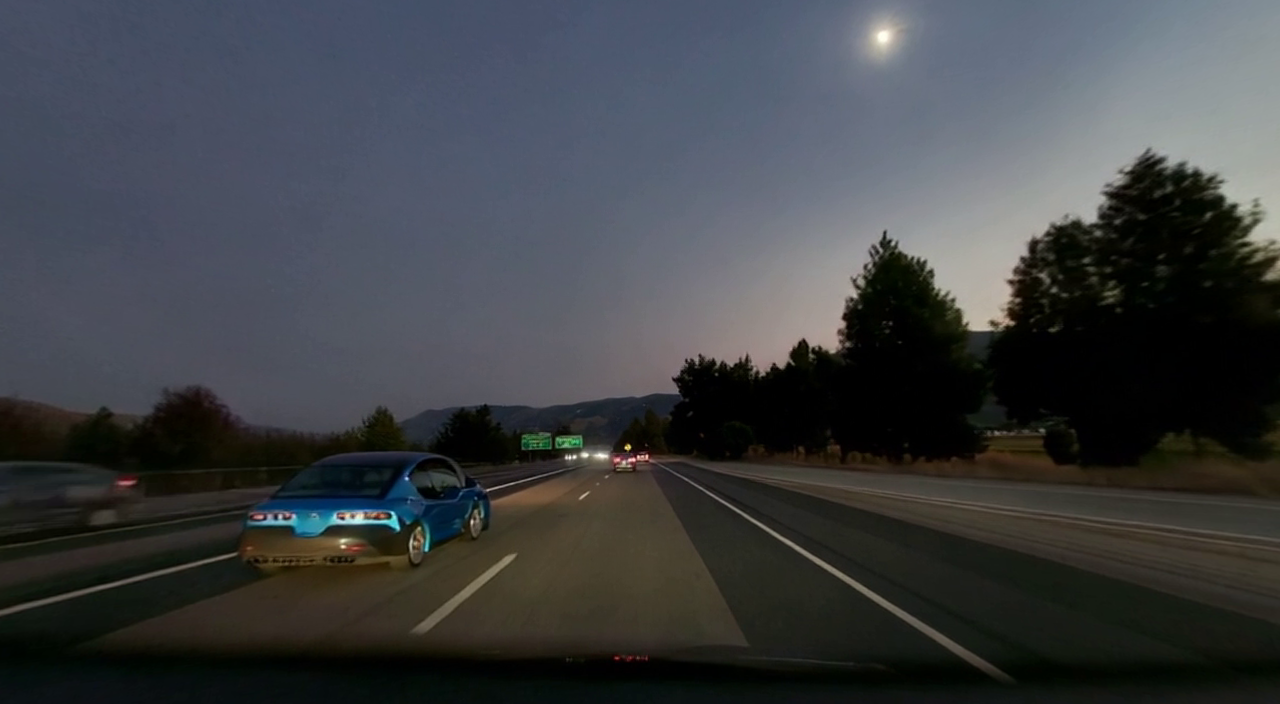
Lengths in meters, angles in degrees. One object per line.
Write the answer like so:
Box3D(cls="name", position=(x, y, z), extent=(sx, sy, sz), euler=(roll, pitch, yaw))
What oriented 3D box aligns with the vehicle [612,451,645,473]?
Box3D(cls="vehicle", position=(-0.767, 7.739, 44.628), extent=(2.170, 1.451, 4.584), euler=(0, -9, 0))
